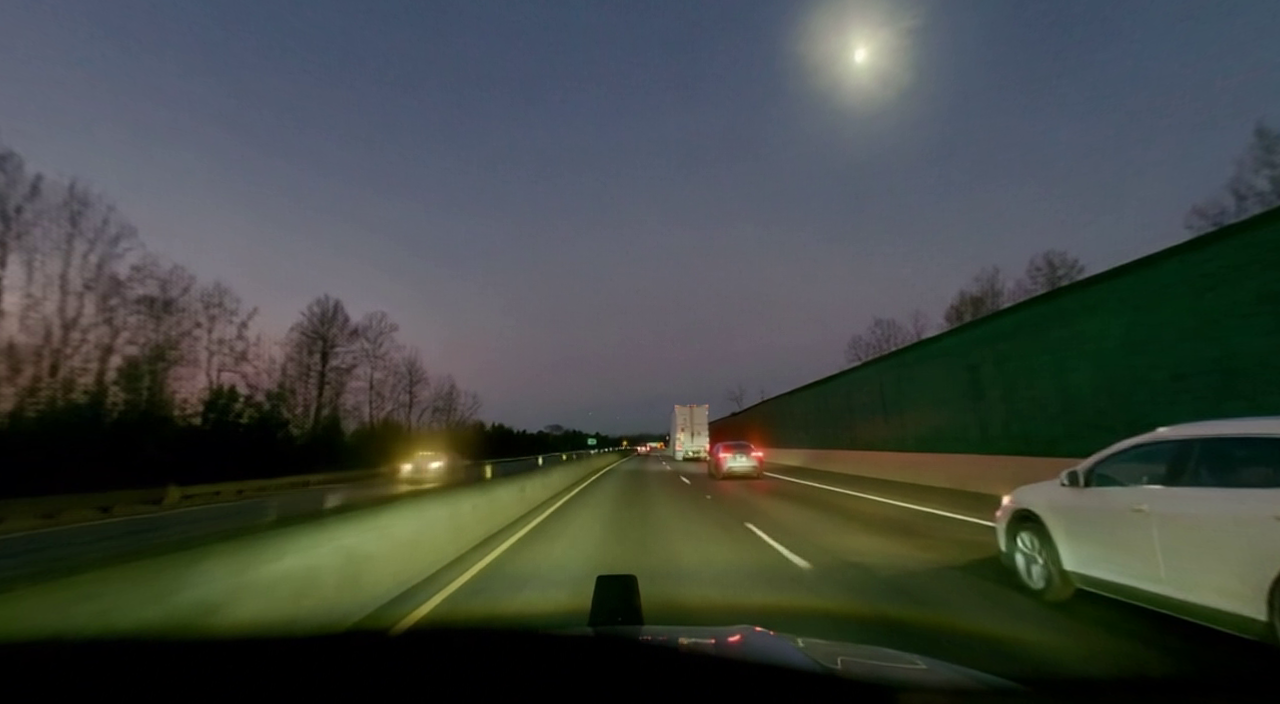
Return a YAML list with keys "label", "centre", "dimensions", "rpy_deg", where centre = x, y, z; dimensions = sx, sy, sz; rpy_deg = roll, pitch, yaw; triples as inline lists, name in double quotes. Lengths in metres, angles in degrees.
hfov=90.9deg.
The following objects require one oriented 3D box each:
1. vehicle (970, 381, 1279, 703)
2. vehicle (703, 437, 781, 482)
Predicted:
- label: "vehicle"
  centre: [4.012, 1.005, 3.617]
  dimensions: [1.940, 1.539, 4.005]
  rpy_deg: [1, -8, -2]
- label: "vehicle"
  centre: [3.625, 3.912, 23.216]
  dimensions: [2.000, 1.473, 4.440]
  rpy_deg: [0, -8, -2]
